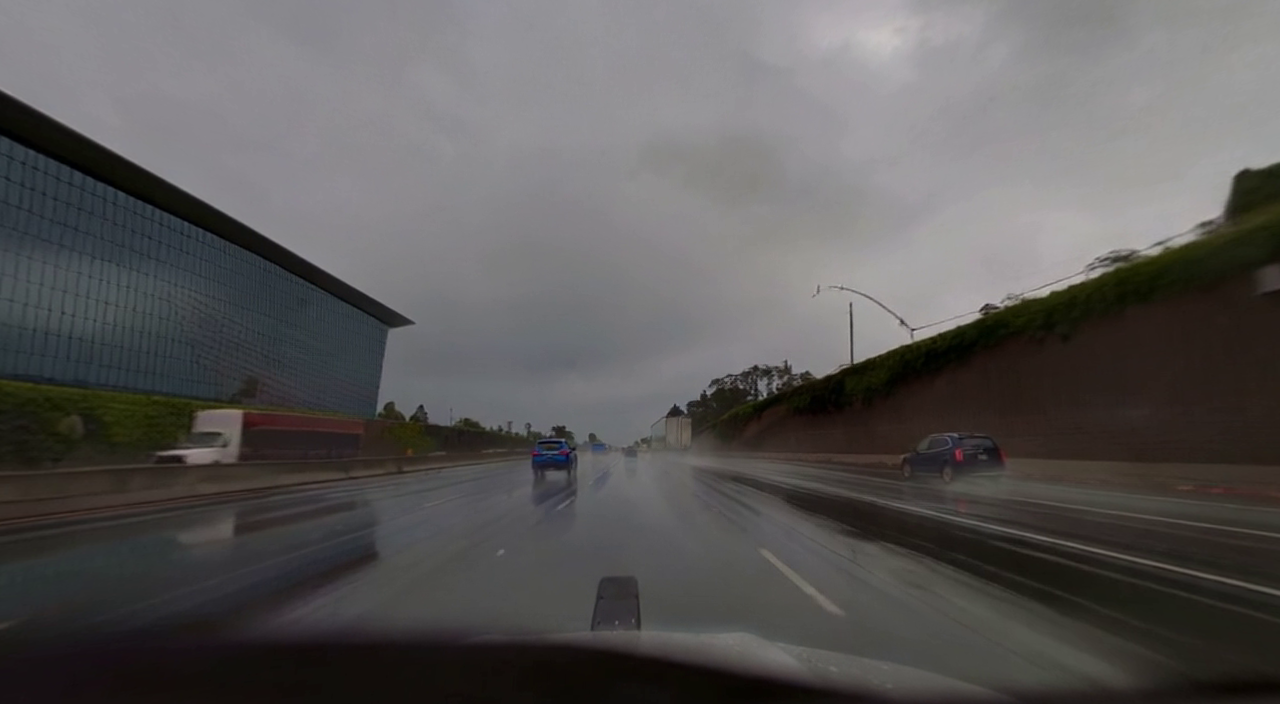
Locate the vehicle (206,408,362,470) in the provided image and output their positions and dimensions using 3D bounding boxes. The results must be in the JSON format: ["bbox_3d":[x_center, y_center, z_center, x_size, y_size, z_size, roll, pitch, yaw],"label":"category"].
[{"bbox_3d":[-26.741,6.916,49.266,2.832,4.056,16.318,0,-9,0],"label":"vehicle"}]

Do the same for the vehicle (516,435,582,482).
[{"bbox_3d":[-3.557,4.253,25.497,2.039,1.710,4.237,0,-9,0],"label":"vehicle"}]

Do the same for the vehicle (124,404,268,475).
[{"bbox_3d":[-26.682,5.399,38.636,2.993,3.848,7.864,0,-9,0],"label":"vehicle"}]

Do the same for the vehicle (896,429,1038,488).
[{"bbox_3d":[11.093,3.667,21.997,2.089,1.787,5.080,0,-9,-1],"label":"vehicle"}]
